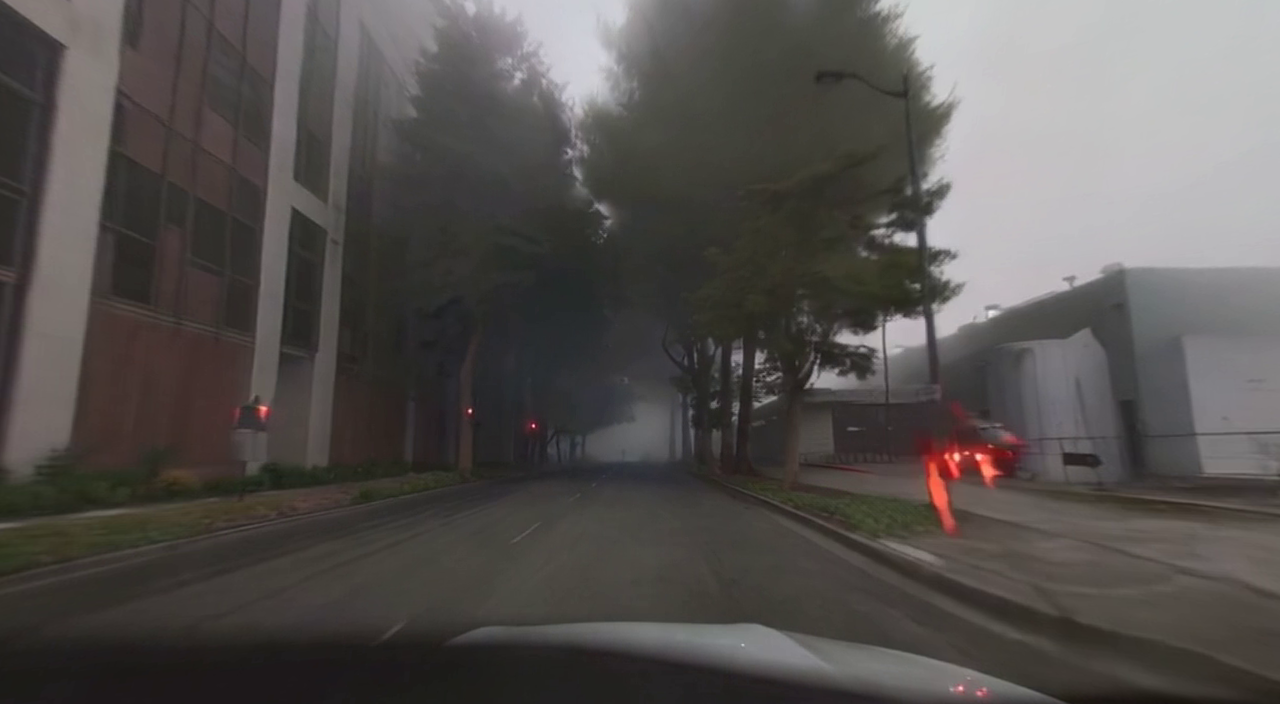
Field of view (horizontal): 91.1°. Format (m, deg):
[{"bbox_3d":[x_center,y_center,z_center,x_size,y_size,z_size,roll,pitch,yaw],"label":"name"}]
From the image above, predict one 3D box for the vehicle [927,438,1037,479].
[{"bbox_3d":[14.570,4.544,26.932,3.627,1.567,1.774,-2,-7,1],"label":"vehicle"}]
